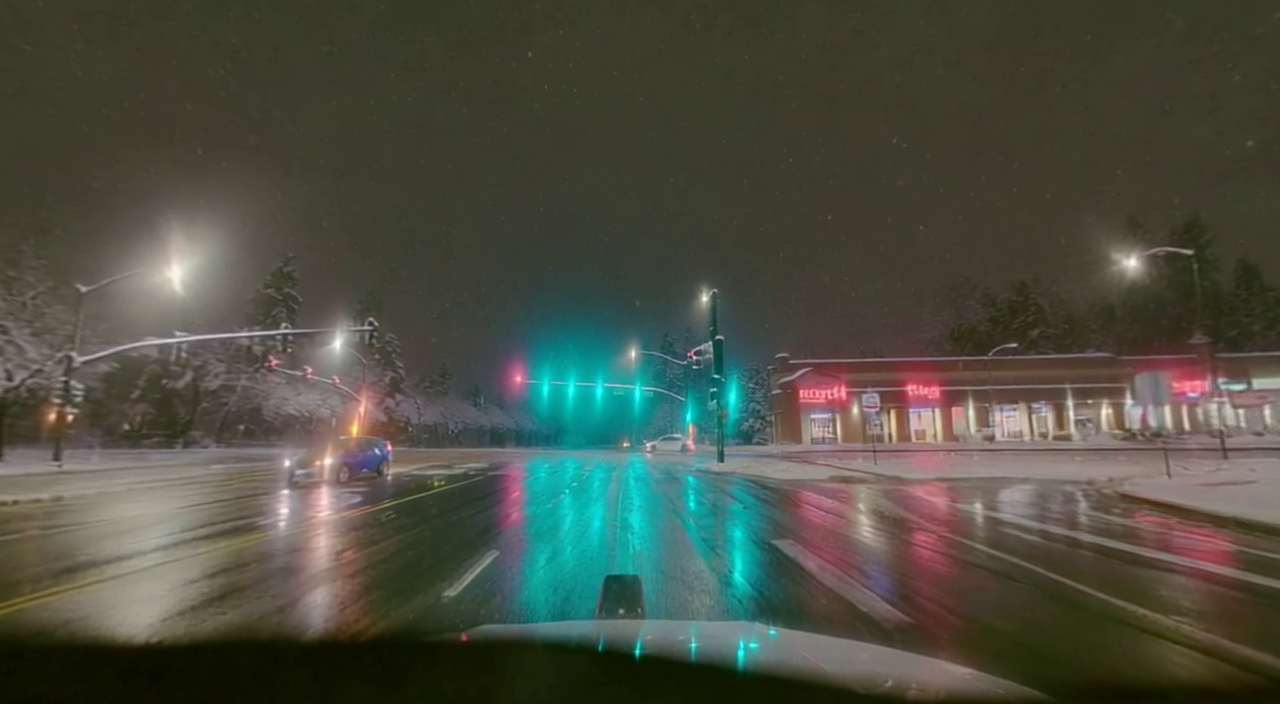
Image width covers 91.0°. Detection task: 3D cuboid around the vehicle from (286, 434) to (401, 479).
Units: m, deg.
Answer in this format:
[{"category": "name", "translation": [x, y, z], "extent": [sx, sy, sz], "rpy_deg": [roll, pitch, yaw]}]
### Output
[{"category": "vehicle", "translation": [-10.734, 3.825, 23.230], "extent": [1.924, 1.502, 4.727], "rpy_deg": [0, -9, 0]}]
